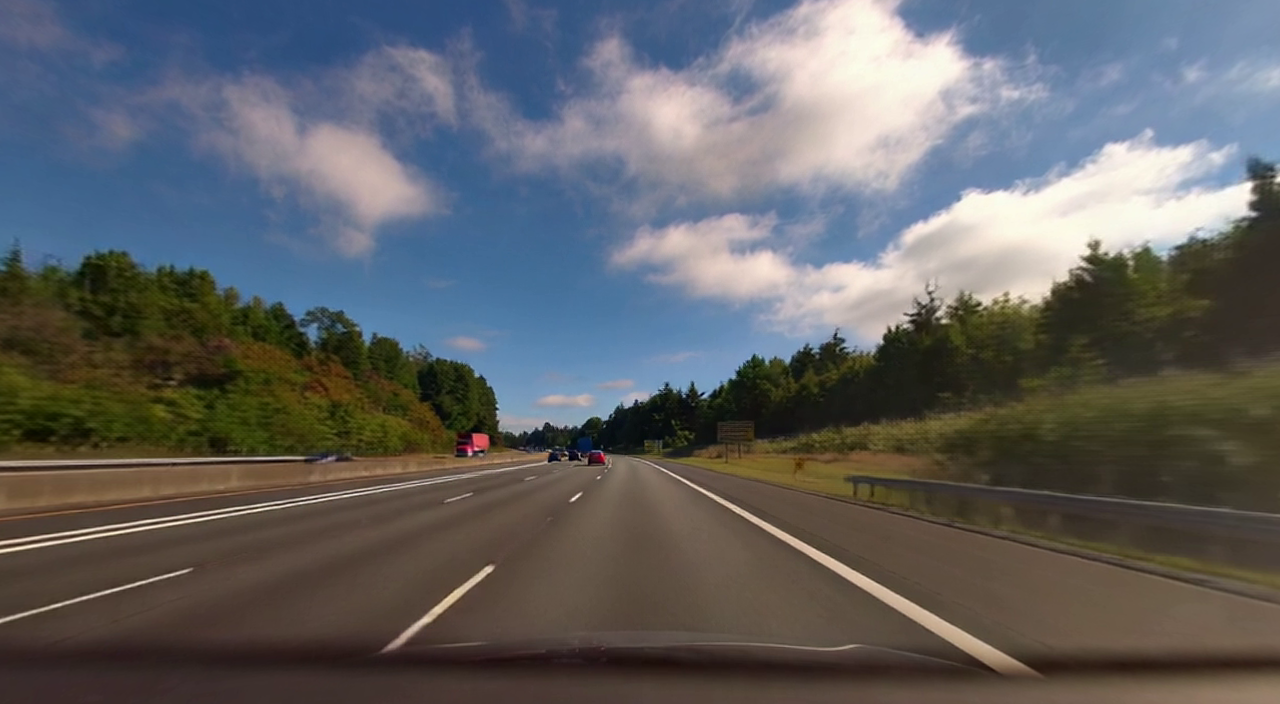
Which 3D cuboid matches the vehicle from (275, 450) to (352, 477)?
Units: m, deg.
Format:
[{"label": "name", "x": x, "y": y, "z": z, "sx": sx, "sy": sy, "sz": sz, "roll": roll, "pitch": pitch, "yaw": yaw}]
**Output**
[{"label": "vehicle", "x": -22.377, "y": 7.626, "z": 43.572, "sx": 2.447, "sy": 1.711, "sz": 5.585, "roll": 0, "pitch": -9, "yaw": -1}]
